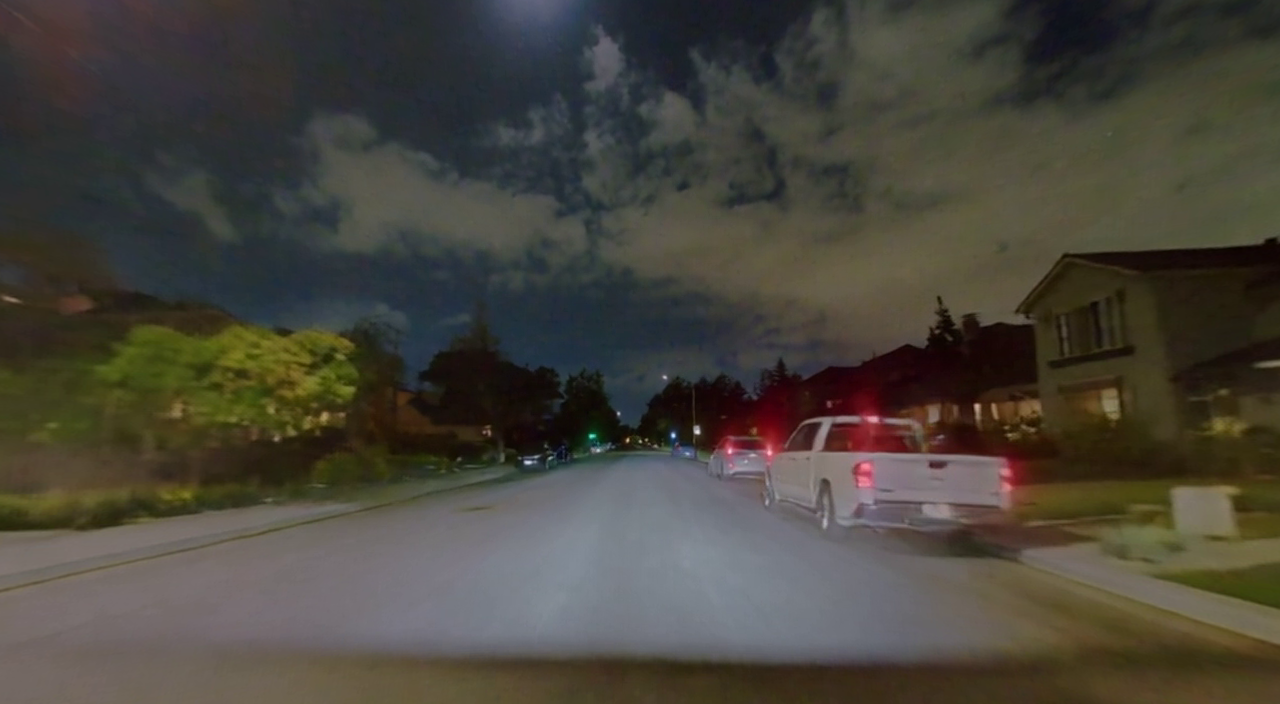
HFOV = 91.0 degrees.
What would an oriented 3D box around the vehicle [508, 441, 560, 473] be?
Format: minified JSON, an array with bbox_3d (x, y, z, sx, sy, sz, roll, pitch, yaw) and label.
[{"bbox_3d":[-5.785,5.783,35.048,2.027,1.544,4.959,0,-7,0],"label":"vehicle"}]

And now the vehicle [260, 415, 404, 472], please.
[{"bbox_3d":[-13.029,3.870,26.844,4.837,1.897,2.228,4,-8,5],"label":"vehicle"}]

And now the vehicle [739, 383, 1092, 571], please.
[{"bbox_3d":[3.830,1.968,11.056,2.952,2.216,7.033,0,-8,-1],"label":"vehicle"}]
